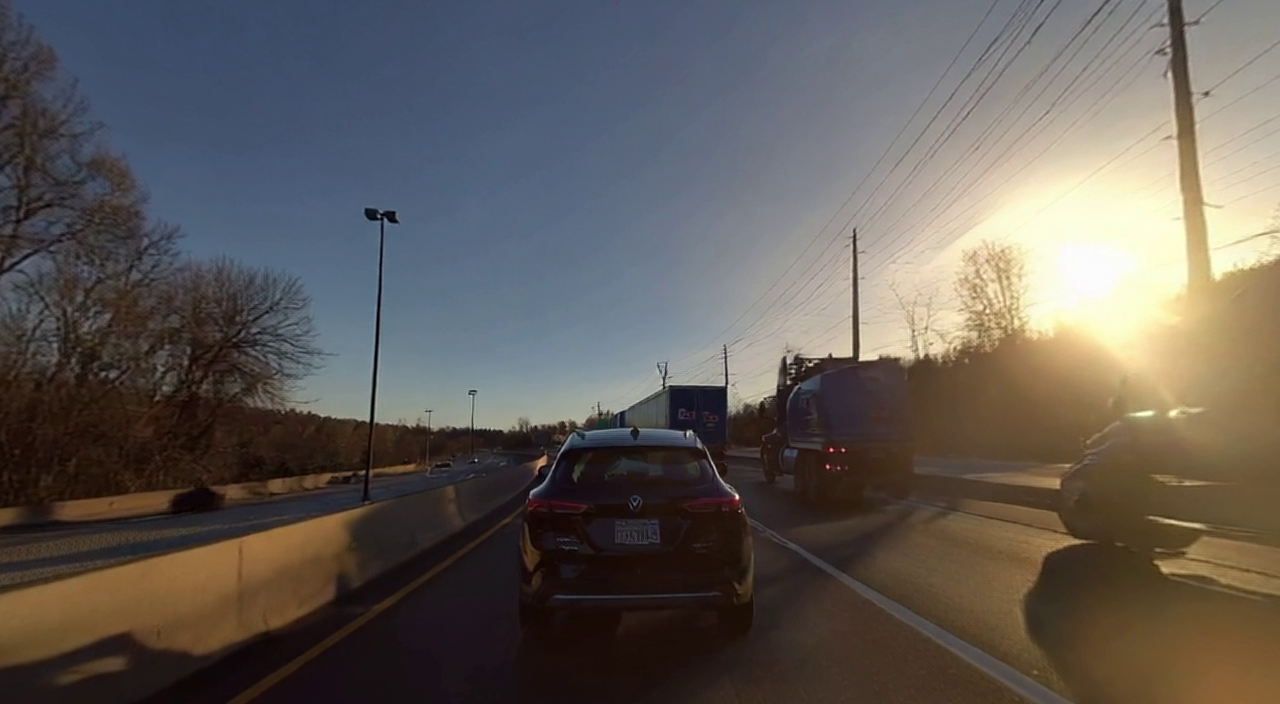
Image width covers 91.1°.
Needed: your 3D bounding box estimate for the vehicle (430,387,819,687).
[{"bbox_3d":[-0.133,1.255,5.384,2.062,1.581,3.914,0,-8,-2],"label":"vehicle"}]
